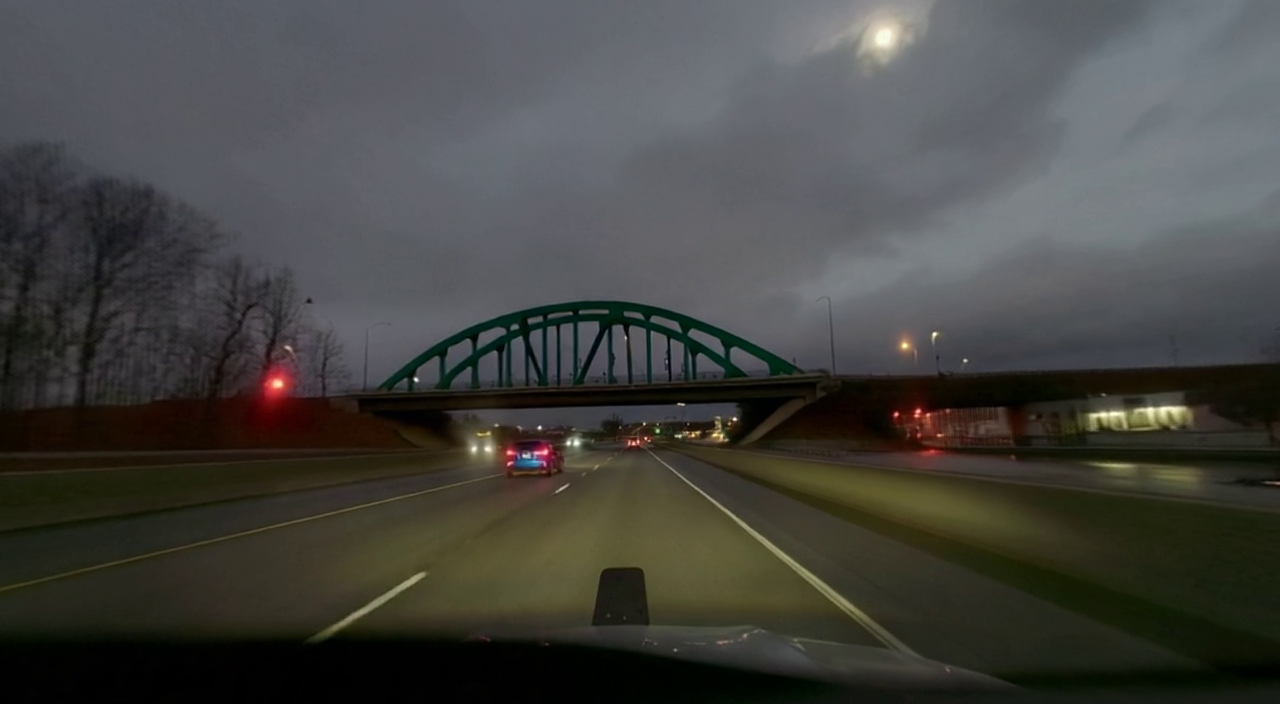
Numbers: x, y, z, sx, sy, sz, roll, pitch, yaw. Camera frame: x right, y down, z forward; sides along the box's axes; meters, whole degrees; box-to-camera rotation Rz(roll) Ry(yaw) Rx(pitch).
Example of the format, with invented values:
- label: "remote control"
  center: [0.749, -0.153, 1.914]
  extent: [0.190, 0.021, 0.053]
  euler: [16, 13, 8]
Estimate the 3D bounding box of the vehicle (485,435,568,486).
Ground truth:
- label: "vehicle"
  center: [-3.816, 3.736, 21.918]
  extent: [2.052, 1.556, 4.405]
  euler: [0, -8, 0]
